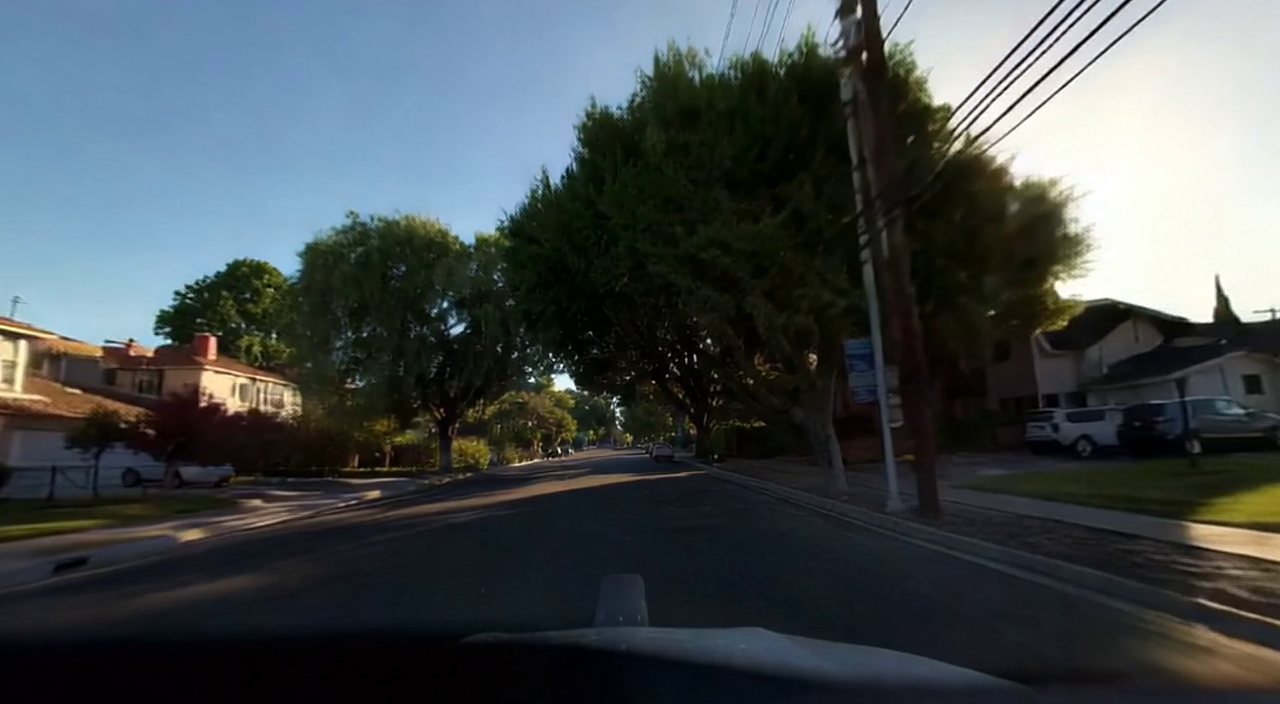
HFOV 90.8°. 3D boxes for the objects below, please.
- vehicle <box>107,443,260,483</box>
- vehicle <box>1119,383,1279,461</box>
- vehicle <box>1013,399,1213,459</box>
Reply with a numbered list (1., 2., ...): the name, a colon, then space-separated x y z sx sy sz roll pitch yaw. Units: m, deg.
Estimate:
1. vehicle: -17.730 4.276 24.691 4.519 1.426 1.903 8 -12 -44
2. vehicle: 15.258 1.794 16.040 4.562 1.832 1.987 0 -8 -3
3. vehicle: 14.540 2.415 19.594 4.672 1.732 2.020 1 -8 -6
